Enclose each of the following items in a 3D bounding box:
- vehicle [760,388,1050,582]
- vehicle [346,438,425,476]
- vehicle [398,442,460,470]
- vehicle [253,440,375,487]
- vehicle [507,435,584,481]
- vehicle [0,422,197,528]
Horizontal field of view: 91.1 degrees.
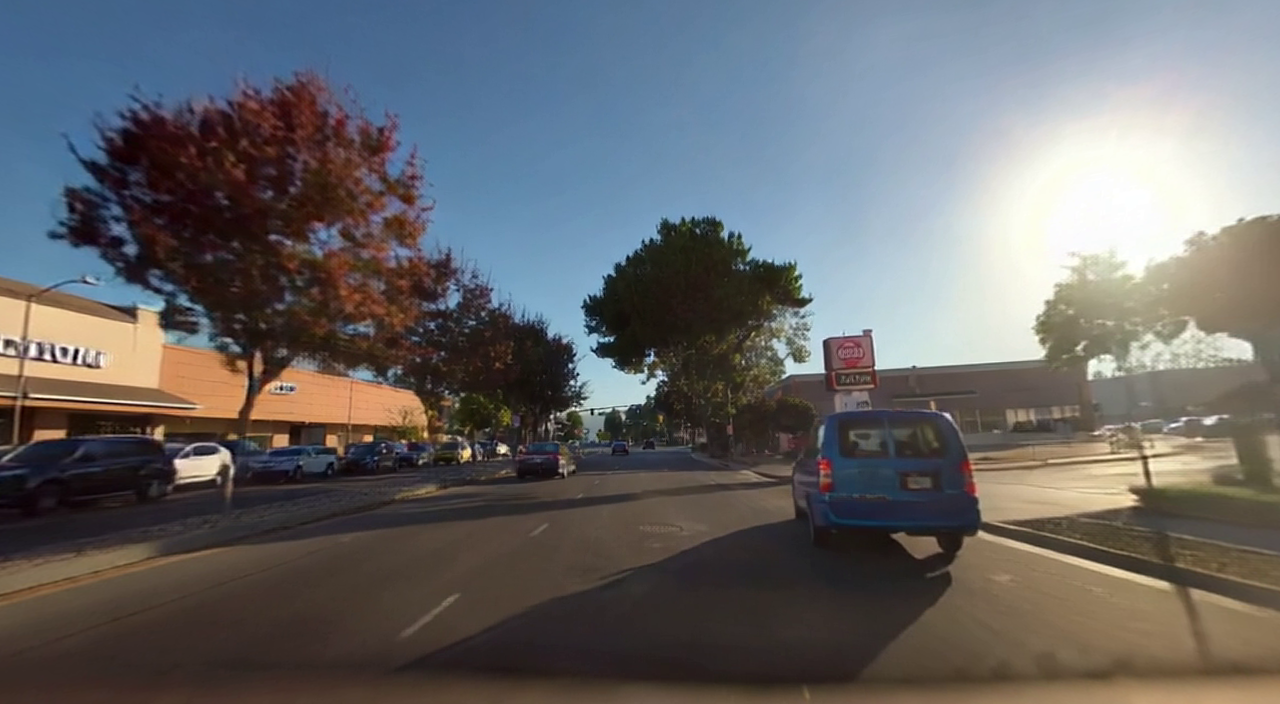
[{"bbox_3d":[2.898,1.575,8.218,2.293,1.779,4.457,-1,-8,7],"label":"vehicle"},{"bbox_3d":[-11.677,4.834,29.087,1.852,1.621,4.166,0,-8,1],"label":"vehicle"},{"bbox_3d":[-11.788,5.809,35.357,1.948,1.453,4.431,0,-8,0],"label":"vehicle"},{"bbox_3d":[-11.576,3.966,22.686,1.959,1.488,4.390,0,-8,1],"label":"vehicle"},{"bbox_3d":[-3.283,3.779,22.618,1.966,1.481,4.385,0,-8,2],"label":"vehicle"},{"bbox_3d":[-11.997,2.438,12.922,2.117,1.787,4.917,0,-8,0],"label":"vehicle"}]
